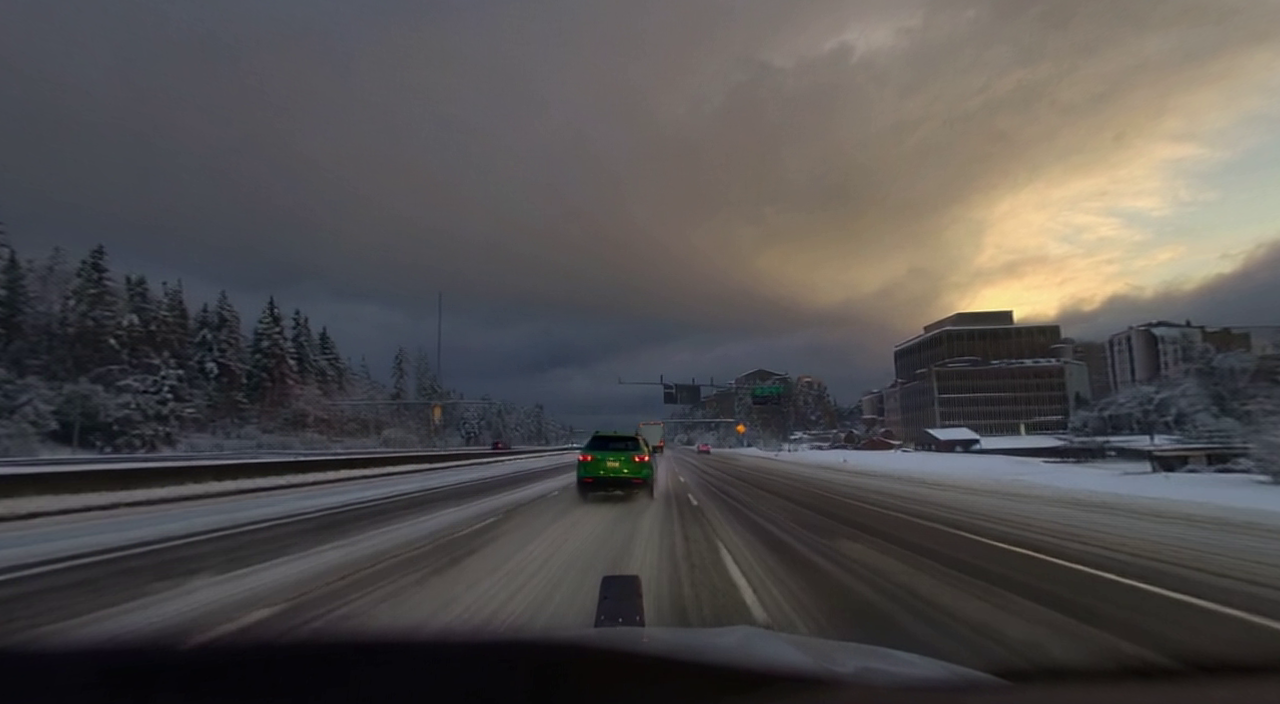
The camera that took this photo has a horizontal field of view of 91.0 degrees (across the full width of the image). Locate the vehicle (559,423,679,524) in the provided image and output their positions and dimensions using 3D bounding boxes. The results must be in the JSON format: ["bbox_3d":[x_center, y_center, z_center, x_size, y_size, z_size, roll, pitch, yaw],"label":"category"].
[{"bbox_3d":[-0.263,2.475,13.342,2.111,1.742,4.315,0,-9,3],"label":"vehicle"}]
